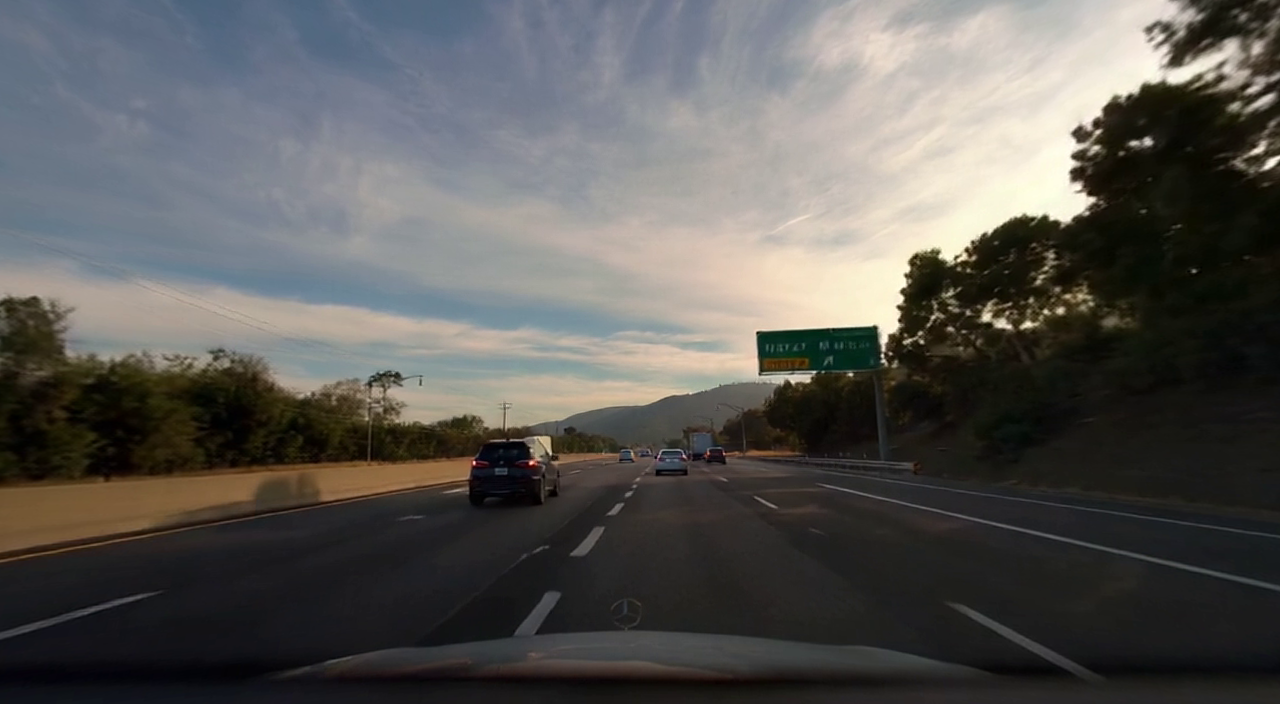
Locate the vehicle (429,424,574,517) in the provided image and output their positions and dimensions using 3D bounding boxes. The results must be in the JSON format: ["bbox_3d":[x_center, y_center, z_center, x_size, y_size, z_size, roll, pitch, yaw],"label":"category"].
[{"bbox_3d":[-2.884,2.596,14.245,2.142,1.724,4.344,0,-9,2],"label":"vehicle"}]

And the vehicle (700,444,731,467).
[{"bbox_3d":[5.786,7.981,48.698,1.975,1.650,4.257,0,-9,1],"label":"vehicle"}]

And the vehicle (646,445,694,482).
[{"bbox_3d":[1.301,4.944,28.212,2.004,1.471,4.032,0,-9,1],"label":"vehicle"}]
